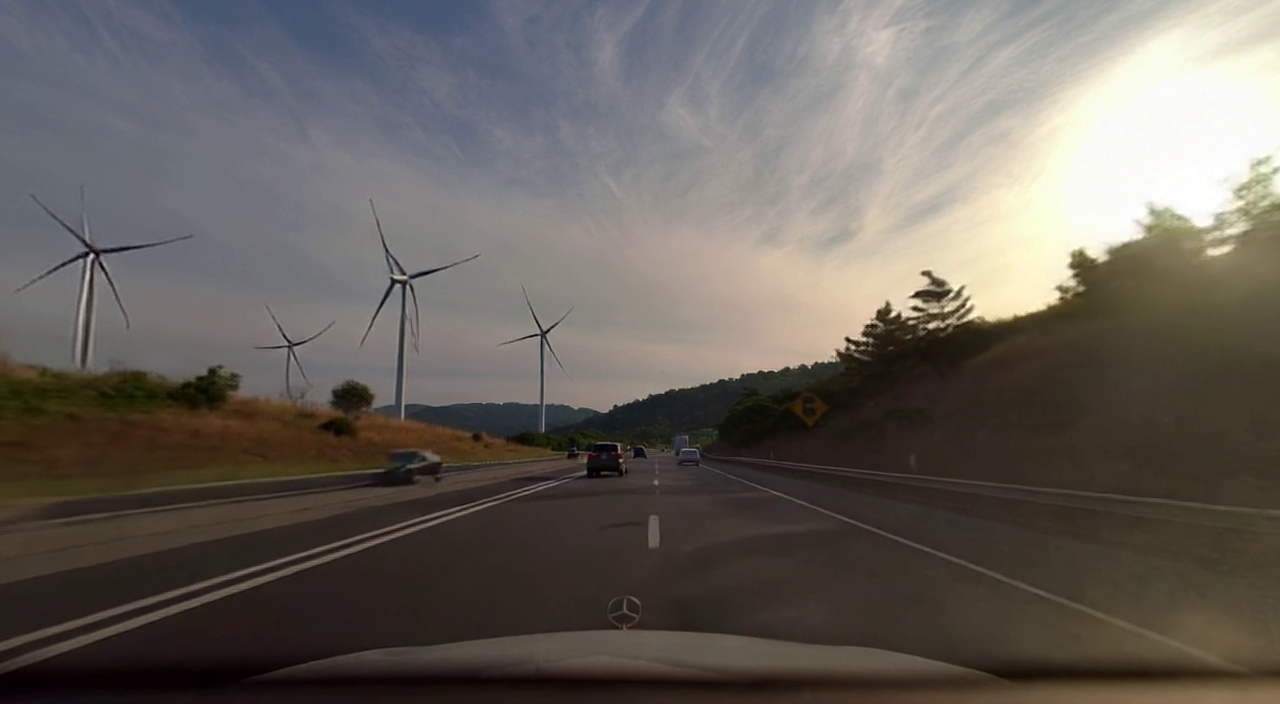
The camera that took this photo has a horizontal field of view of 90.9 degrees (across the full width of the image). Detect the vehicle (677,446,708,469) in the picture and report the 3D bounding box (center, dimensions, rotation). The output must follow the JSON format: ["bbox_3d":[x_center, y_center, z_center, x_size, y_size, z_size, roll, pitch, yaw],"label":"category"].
[{"bbox_3d":[4.048,8.269,49.413,2.040,1.721,4.507,0,-9,1],"label":"vehicle"}]

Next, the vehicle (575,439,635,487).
[{"bbox_3d":[-1.288,4.385,25.047,2.038,1.723,4.150,0,-9,1],"label":"vehicle"}]

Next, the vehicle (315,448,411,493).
[{"bbox_3d":[-11.191,4.799,25.819,1.984,1.657,4.126,0,-9,1],"label":"vehicle"}]
